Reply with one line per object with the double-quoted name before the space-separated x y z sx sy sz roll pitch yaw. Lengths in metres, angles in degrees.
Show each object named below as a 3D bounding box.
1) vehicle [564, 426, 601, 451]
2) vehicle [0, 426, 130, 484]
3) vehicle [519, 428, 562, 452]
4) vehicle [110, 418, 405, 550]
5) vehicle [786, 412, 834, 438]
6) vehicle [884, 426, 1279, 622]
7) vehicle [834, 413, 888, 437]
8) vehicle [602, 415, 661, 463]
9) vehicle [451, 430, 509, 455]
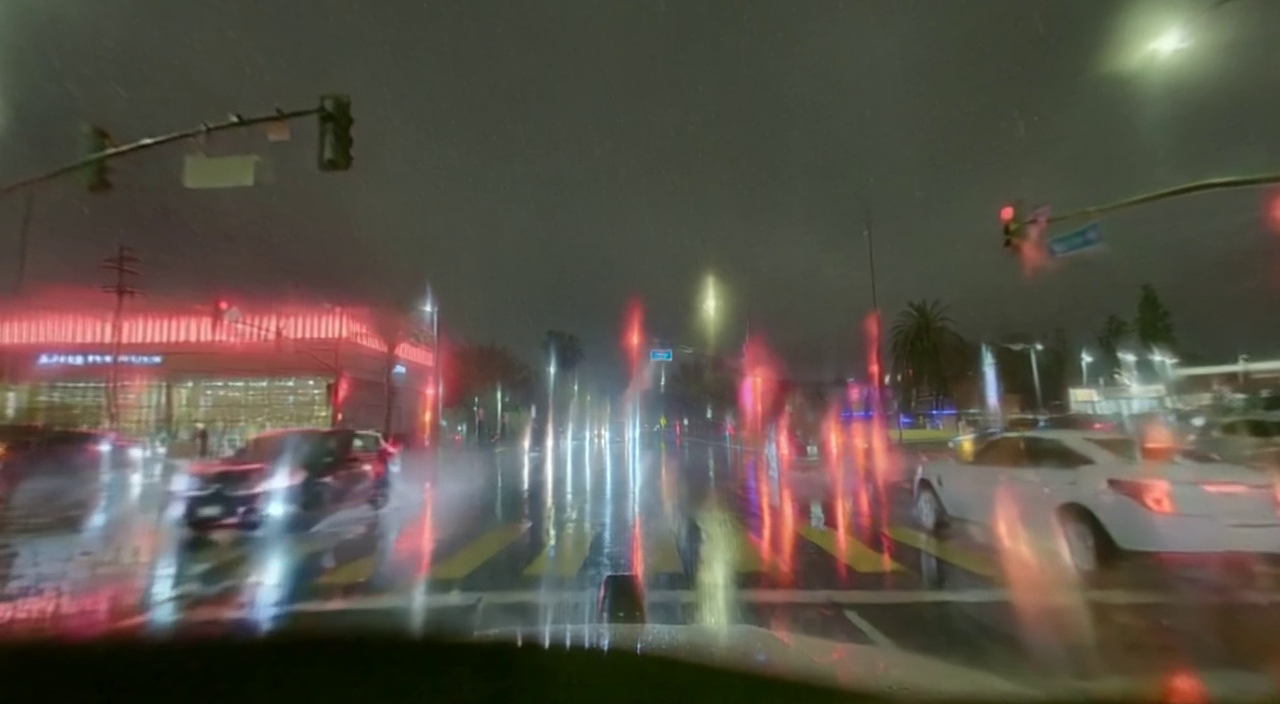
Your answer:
"vehicle" -3.592 5.544 40.189 1.921 1.491 4.332 0 -8 1
"vehicle" -20.881 3.462 21.308 5.674 1.804 2.190 -1 -8 5
"vehicle" -6.561 5.883 42.235 2.032 1.508 4.661 0 -8 1
"vehicle" -5.777 2.033 10.441 2.040 1.670 4.508 0 -8 0
"vehicle" 11.419 5.001 42.718 1.899 1.550 4.531 -1 -9 -1
"vehicle" 4.559 1.635 7.114 1.963 1.449 4.653 -1 -8 3
"vehicle" 14.134 4.732 40.645 1.797 1.443 4.451 -1 -7 -1
"vehicle" -0.369 3.668 26.473 2.264 1.798 4.531 0 -8 -1
"vehicle" -9.933 5.710 39.686 2.002 1.470 4.388 -1 -9 8
